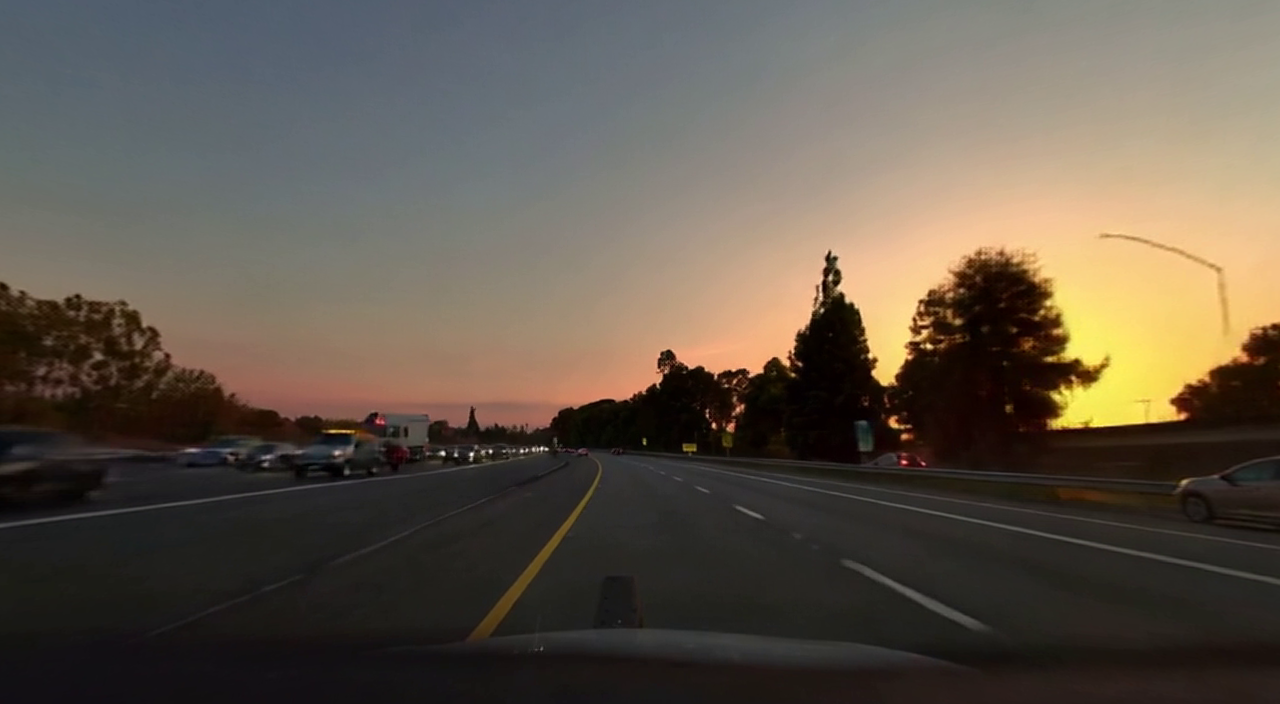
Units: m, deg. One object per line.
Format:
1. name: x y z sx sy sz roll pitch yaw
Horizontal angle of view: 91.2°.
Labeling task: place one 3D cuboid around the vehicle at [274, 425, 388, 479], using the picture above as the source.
1. vehicle: -12.520 4.105 25.909 2.195 1.976 5.455 0 -9 -4

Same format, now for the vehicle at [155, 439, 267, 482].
1. vehicle: -17.884 4.521 26.411 1.887 1.608 4.327 0 -9 -4

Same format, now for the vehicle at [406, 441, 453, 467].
1. vehicle: -13.820 6.724 41.315 1.865 1.583 4.097 0 -9 -3

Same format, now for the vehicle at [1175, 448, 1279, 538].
1. vehicle: 12.196 2.432 10.701 1.941 1.536 4.585 0 -9 -2

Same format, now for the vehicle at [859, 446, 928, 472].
1. vehicle: 18.019 7.618 44.800 2.020 1.738 4.549 2 -9 -17

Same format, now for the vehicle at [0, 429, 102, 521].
1. vehicle: -11.185 1.981 10.020 1.817 1.455 3.867 0 -9 -3
